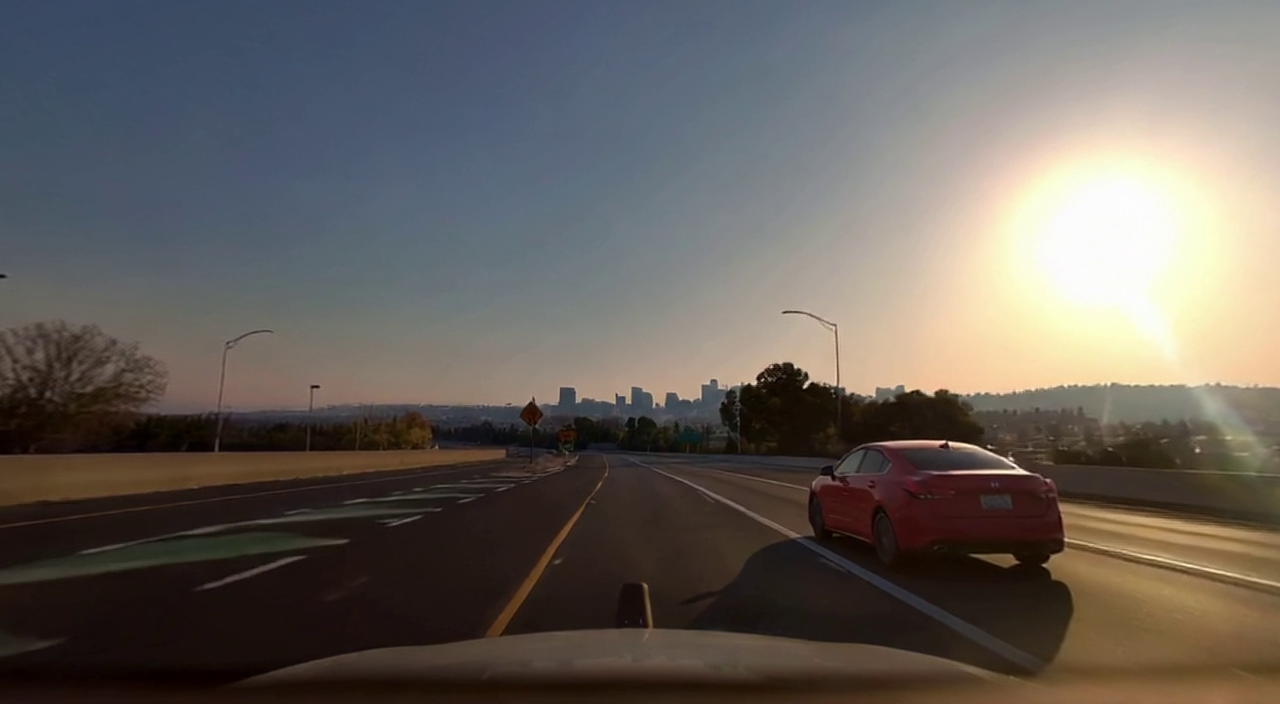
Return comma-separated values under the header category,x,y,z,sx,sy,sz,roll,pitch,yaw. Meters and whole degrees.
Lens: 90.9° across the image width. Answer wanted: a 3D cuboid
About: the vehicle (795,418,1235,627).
category,x,y,z,sx,sy,sz,roll,pitch,yaw
vehicle,3.458,1.658,7.238,2.104,1.575,4.698,0,-9,-1
